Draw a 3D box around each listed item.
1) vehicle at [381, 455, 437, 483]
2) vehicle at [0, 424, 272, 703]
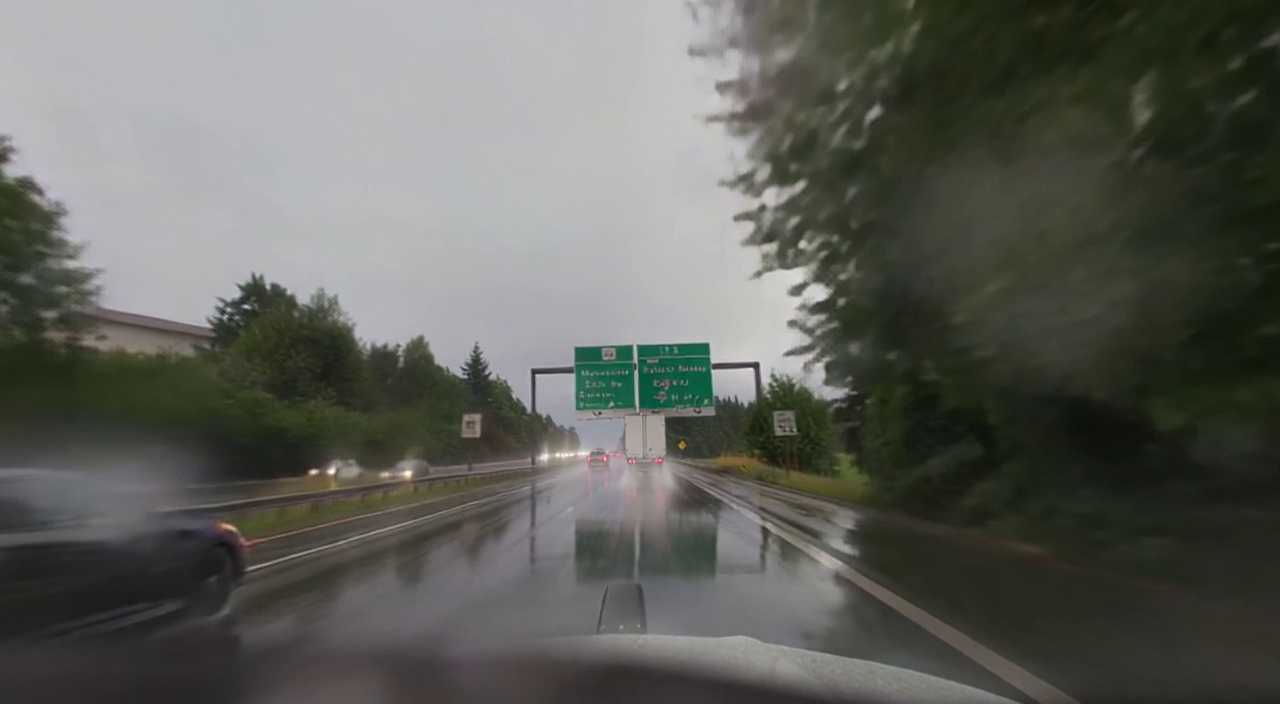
[{"bbox_3d":[-12.983,6.591,35.655,1.790,1.452,3.669,0,-9,-1],"label":"vehicle"},{"bbox_3d":[-4.045,1.090,3.047,1.968,1.460,4.227,0,-9,0],"label":"vehicle"}]
